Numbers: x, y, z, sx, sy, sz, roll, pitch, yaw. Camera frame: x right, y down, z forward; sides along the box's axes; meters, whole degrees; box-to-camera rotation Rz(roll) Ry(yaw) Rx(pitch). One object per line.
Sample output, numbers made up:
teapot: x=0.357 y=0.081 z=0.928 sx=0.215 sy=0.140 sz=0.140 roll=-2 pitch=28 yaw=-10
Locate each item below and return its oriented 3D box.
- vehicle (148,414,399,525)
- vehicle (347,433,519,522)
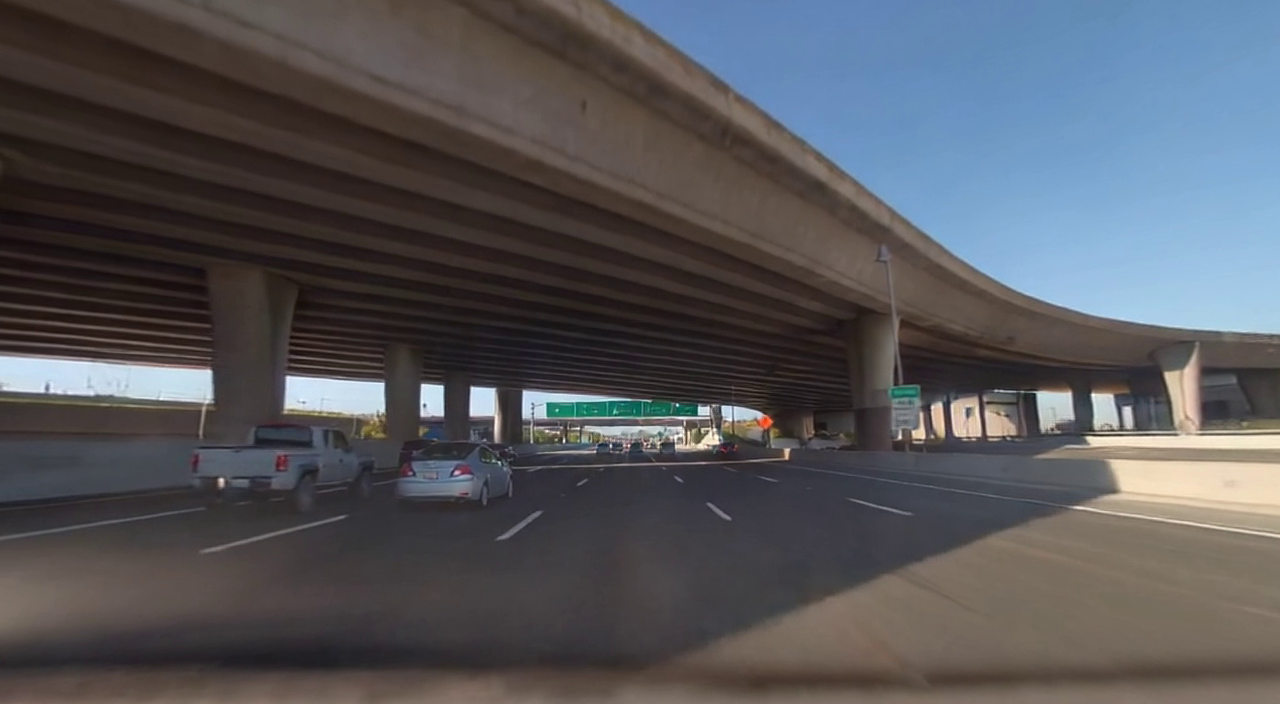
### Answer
vehicle: x=-7.229 y=2.371 z=13.358 sx=2.208 sy=1.876 sz=5.088 roll=0 pitch=-8 yaw=0
vehicle: x=-4.035 y=2.519 z=13.277 sx=2.051 sy=1.516 sz=4.493 roll=0 pitch=-8 yaw=0
